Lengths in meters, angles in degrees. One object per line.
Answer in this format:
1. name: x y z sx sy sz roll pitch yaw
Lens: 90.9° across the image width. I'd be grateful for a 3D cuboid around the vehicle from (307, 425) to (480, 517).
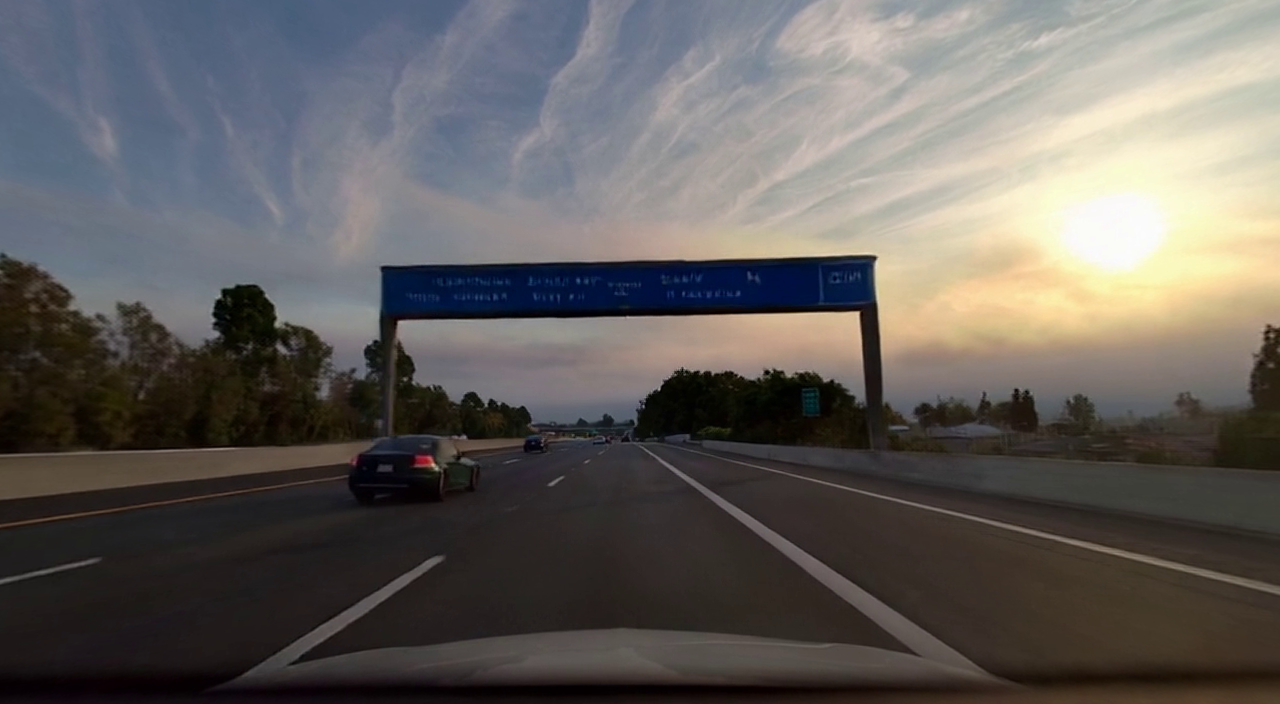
1. vehicle: -4.565 2.219 12.340 1.912 1.495 3.703 0 -8 -1
